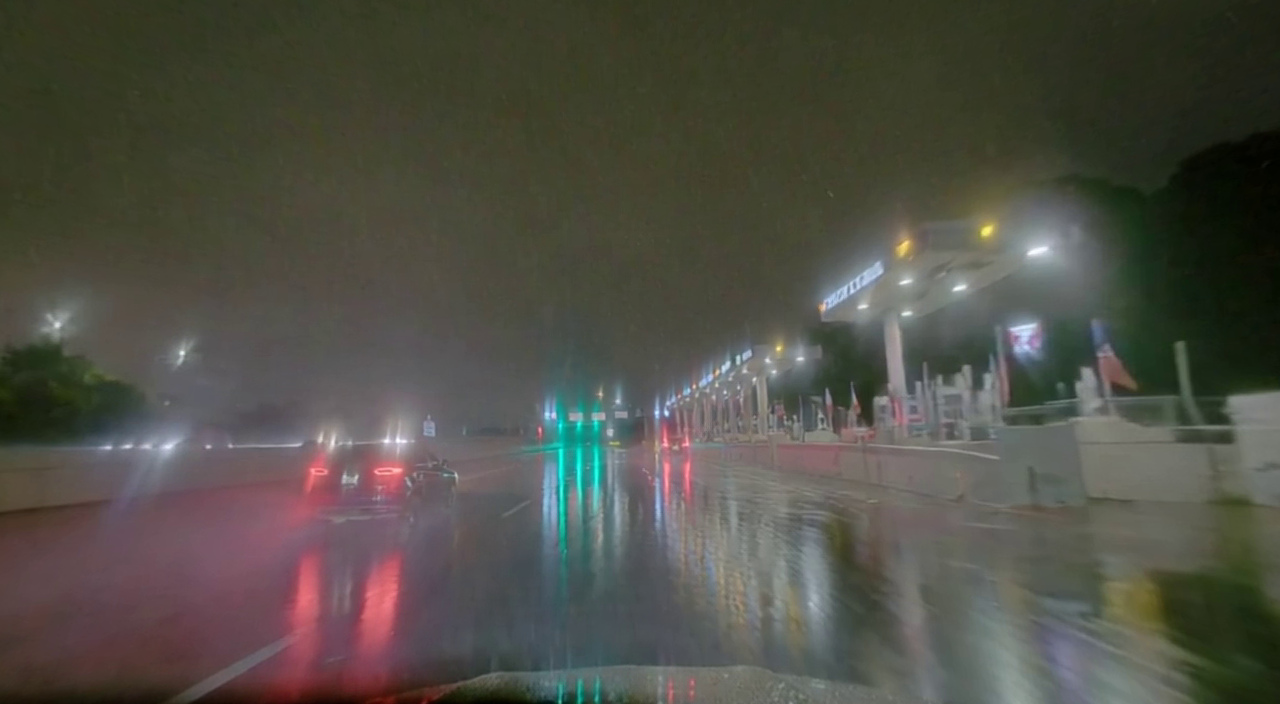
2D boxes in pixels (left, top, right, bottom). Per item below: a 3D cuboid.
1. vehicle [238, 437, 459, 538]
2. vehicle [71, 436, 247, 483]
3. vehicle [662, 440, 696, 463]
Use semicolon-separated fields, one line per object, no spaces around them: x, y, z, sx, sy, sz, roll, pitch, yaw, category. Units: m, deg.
-4.917;2.309;11.502;1.981;1.465;4.334;0;-8;0;vehicle
-21.103;4.678;28.006;2.298;1.856;5.674;-7;-11;39;vehicle
2.933;7.591;48.488;2.072;1.639;4.919;0;-8;-2;vehicle
